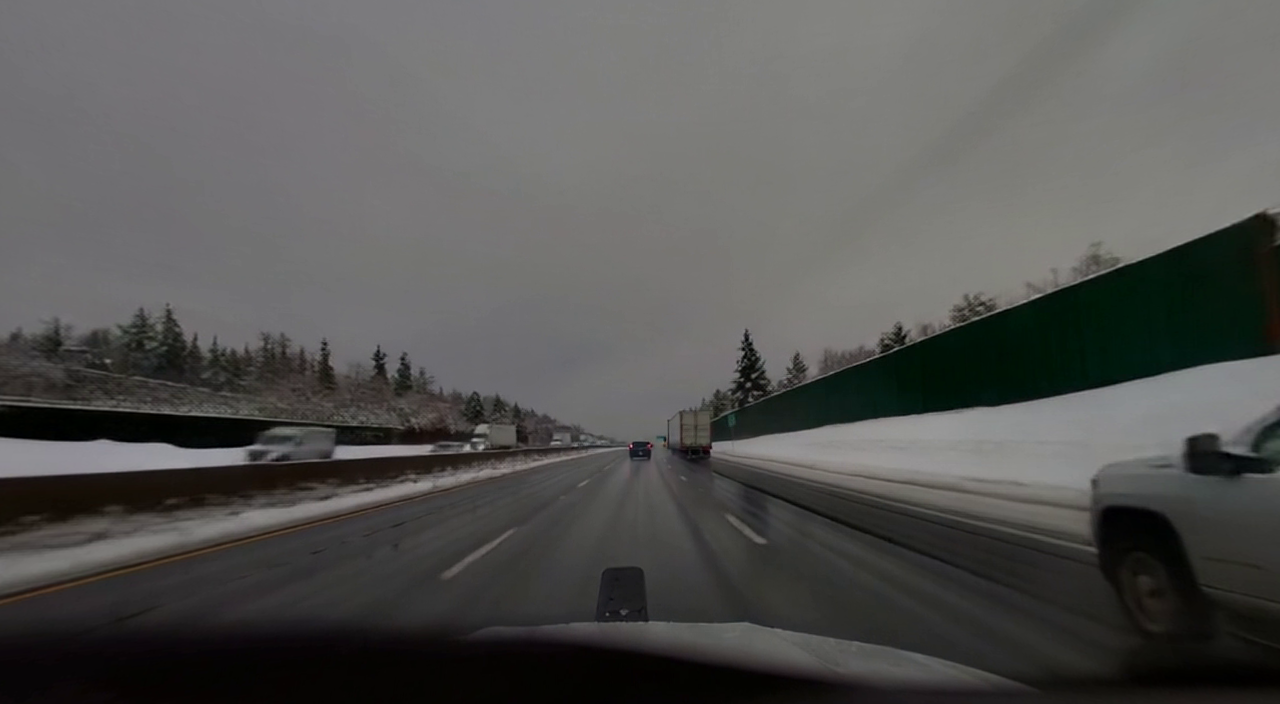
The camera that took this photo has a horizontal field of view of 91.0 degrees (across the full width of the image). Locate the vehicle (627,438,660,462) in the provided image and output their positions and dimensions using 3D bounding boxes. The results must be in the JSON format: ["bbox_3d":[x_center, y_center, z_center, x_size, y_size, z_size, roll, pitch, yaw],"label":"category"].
[{"bbox_3d":[0.261,7.498,48.472,2.389,1.760,4.473,0,-8,0],"label":"vehicle"}]

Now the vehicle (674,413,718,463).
[{"bbox_3d":[4.079,6.539,47.625,2.742,3.383,8.285,0,-8,1],"label":"vehicle"}]

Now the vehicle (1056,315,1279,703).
[{"bbox_3d":[4.302,0.645,2.096,2.209,1.943,5.262,0,-8,0],"label":"vehicle"}]

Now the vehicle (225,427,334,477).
[{"bbox_3d":[-17.508,4.880,30.982,2.201,2.226,5.156,0,-8,1],"label":"vehicle"}]
